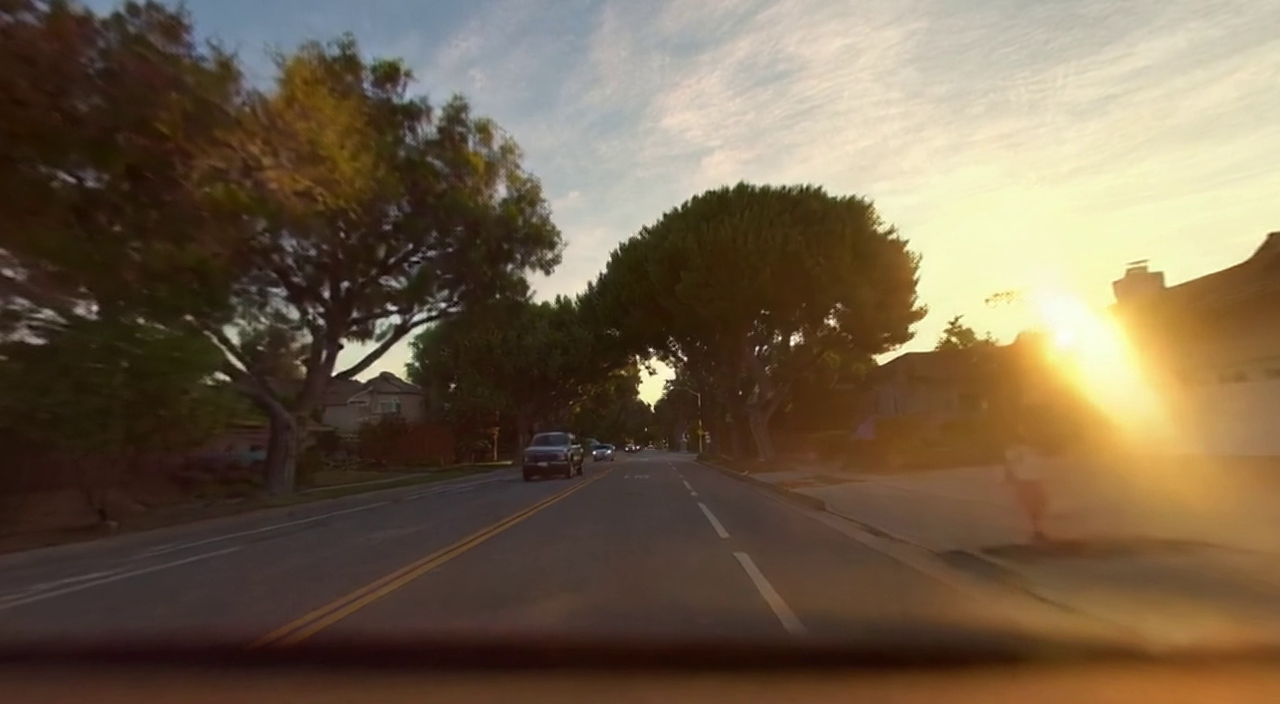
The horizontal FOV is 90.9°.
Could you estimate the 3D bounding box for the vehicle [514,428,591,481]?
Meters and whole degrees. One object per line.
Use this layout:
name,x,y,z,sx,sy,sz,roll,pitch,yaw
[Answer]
vehicle,-3.689,4.498,27.937,2.417,2.088,5.780,0,-9,2
